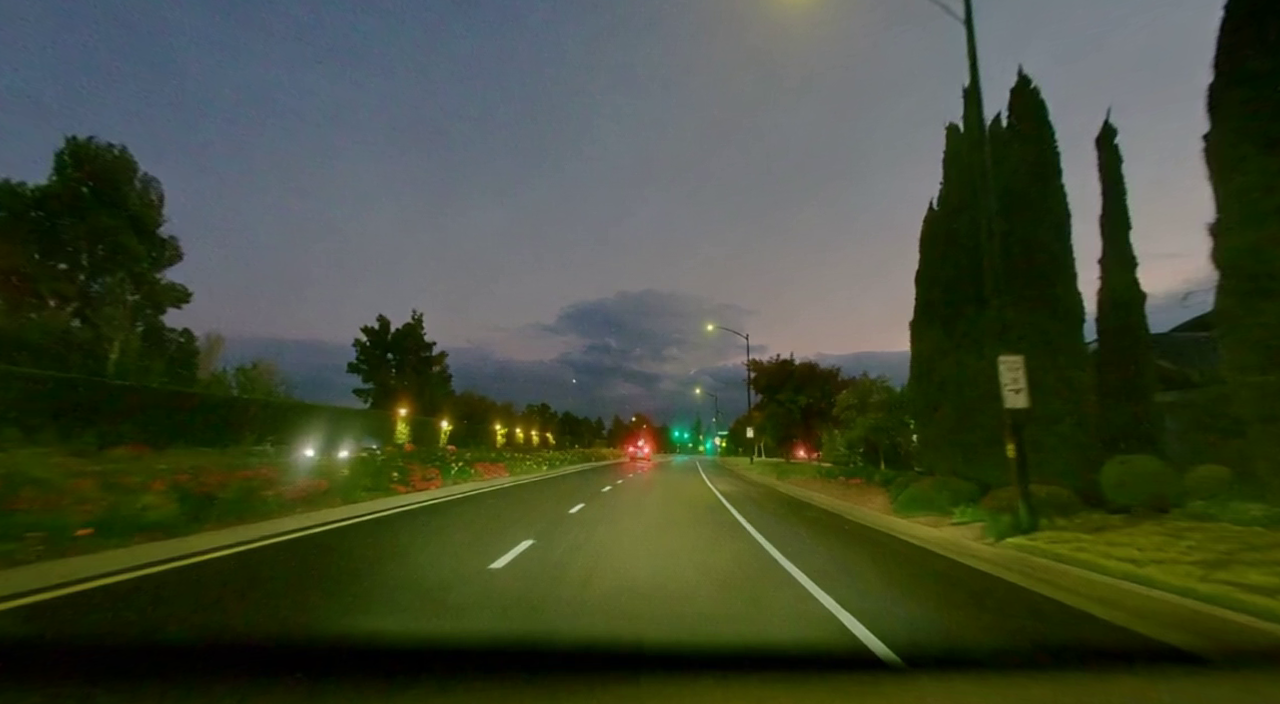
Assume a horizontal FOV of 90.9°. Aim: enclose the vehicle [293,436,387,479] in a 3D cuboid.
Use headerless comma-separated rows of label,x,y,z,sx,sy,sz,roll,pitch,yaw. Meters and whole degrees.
vehicle,-11.337,3.991,24.114,1.740,1.509,3.561,0,-8,2
